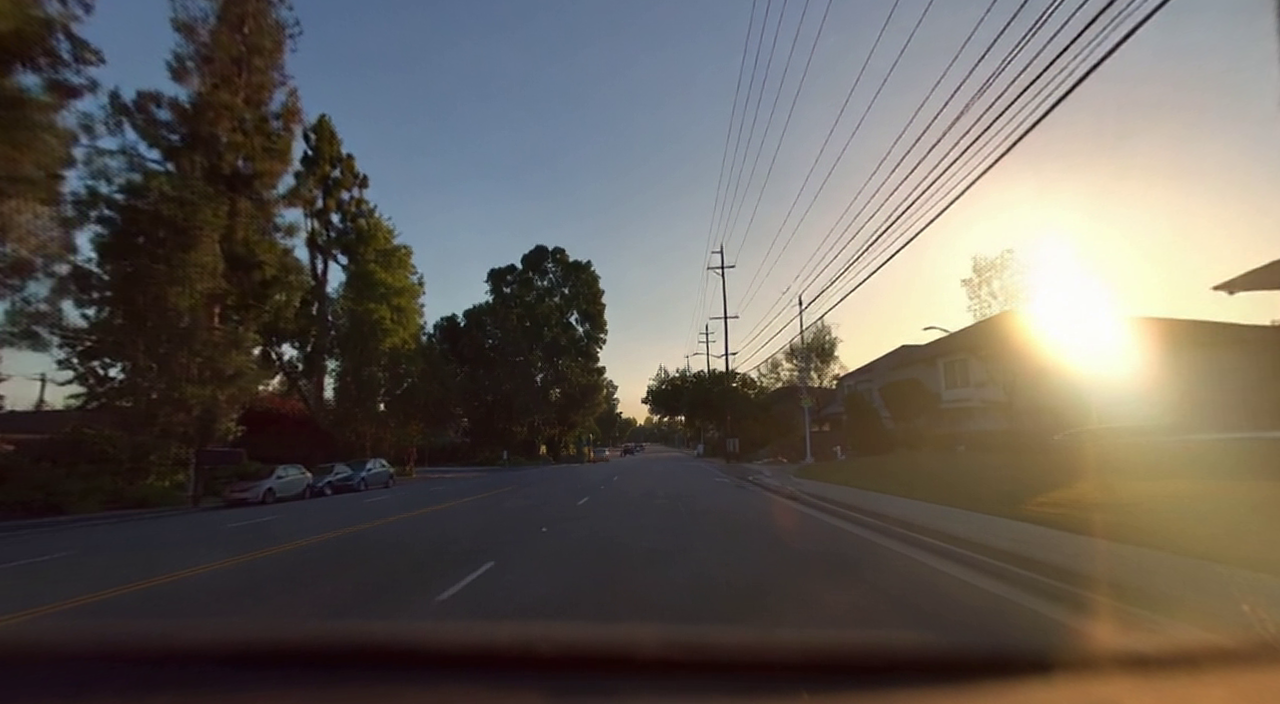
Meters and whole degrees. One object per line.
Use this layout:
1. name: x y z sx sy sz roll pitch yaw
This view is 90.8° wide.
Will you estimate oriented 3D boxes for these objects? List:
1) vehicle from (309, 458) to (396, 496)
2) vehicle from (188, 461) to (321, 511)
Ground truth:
1. vehicle: -13.440 5.848 29.825 1.863 1.481 4.363 -3 -9 3
2. vehicle: -13.695 4.751 22.830 1.936 1.489 4.311 -1 -8 3
